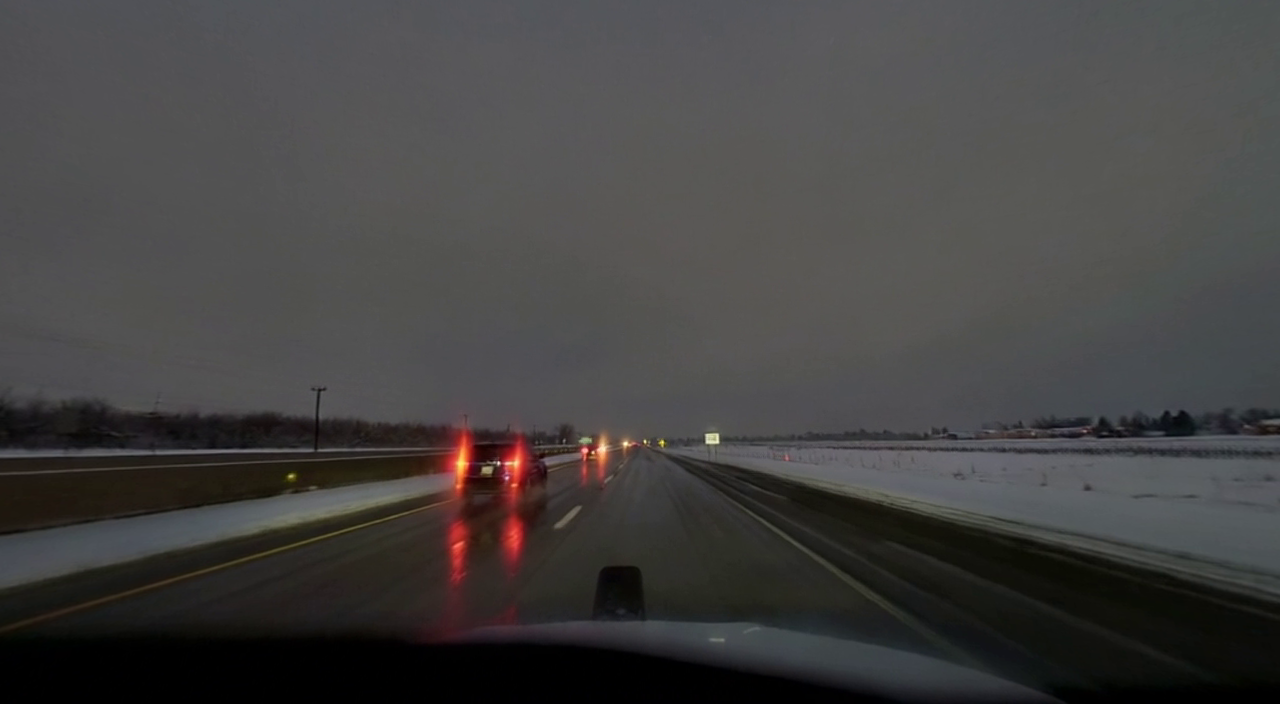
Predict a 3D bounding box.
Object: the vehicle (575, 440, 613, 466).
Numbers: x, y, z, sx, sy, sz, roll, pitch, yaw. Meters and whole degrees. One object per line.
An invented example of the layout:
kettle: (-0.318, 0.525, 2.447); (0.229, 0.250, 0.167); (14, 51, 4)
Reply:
vehicle: (-3.034, 6.798, 42.508); (2.133, 1.683, 4.340); (0, -9, 1)

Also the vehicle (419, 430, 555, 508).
vehicle: (-3.470, 2.746, 15.207); (2.195, 1.573, 4.176); (0, -9, 0)
